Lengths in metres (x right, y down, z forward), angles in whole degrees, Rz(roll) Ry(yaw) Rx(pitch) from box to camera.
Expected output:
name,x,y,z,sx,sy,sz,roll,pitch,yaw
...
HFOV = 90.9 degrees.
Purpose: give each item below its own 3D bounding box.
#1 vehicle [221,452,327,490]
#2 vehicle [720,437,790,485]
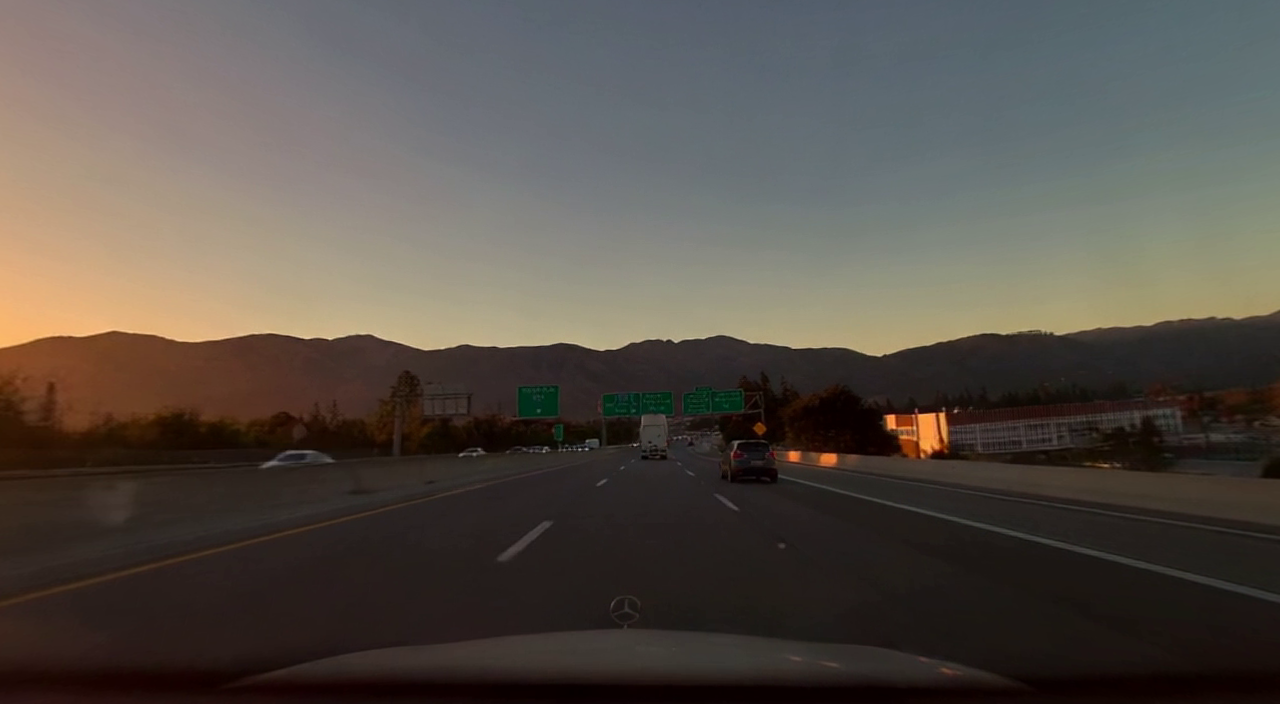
name,x,y,z,sx,sy,sz,roll,pitch,yaw
vehicle,-15.933,5.190,27.750,1.974,1.488,4.325,0,-9,1
vehicle,4.178,4.033,23.546,1.880,1.624,3.941,0,-9,0
